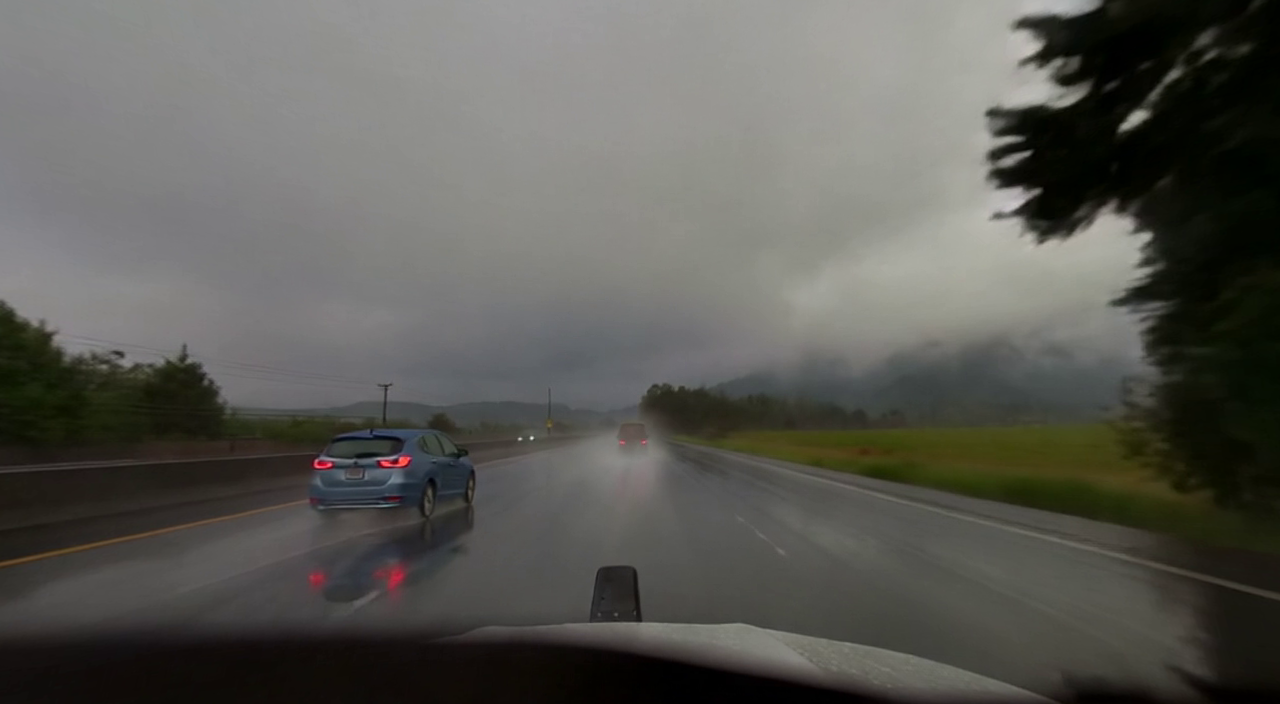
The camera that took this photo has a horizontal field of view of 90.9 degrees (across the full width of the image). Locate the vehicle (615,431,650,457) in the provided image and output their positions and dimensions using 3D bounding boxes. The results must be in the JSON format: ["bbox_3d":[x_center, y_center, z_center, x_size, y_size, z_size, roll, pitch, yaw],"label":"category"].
[{"bbox_3d":[-0.508,5.955,40.916,2.162,1.616,4.242,0,-8,-1],"label":"vehicle"}]

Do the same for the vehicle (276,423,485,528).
[{"bbox_3d":[-4.203,2.037,11.052,1.931,1.483,4.105,0,-8,0],"label":"vehicle"}]
